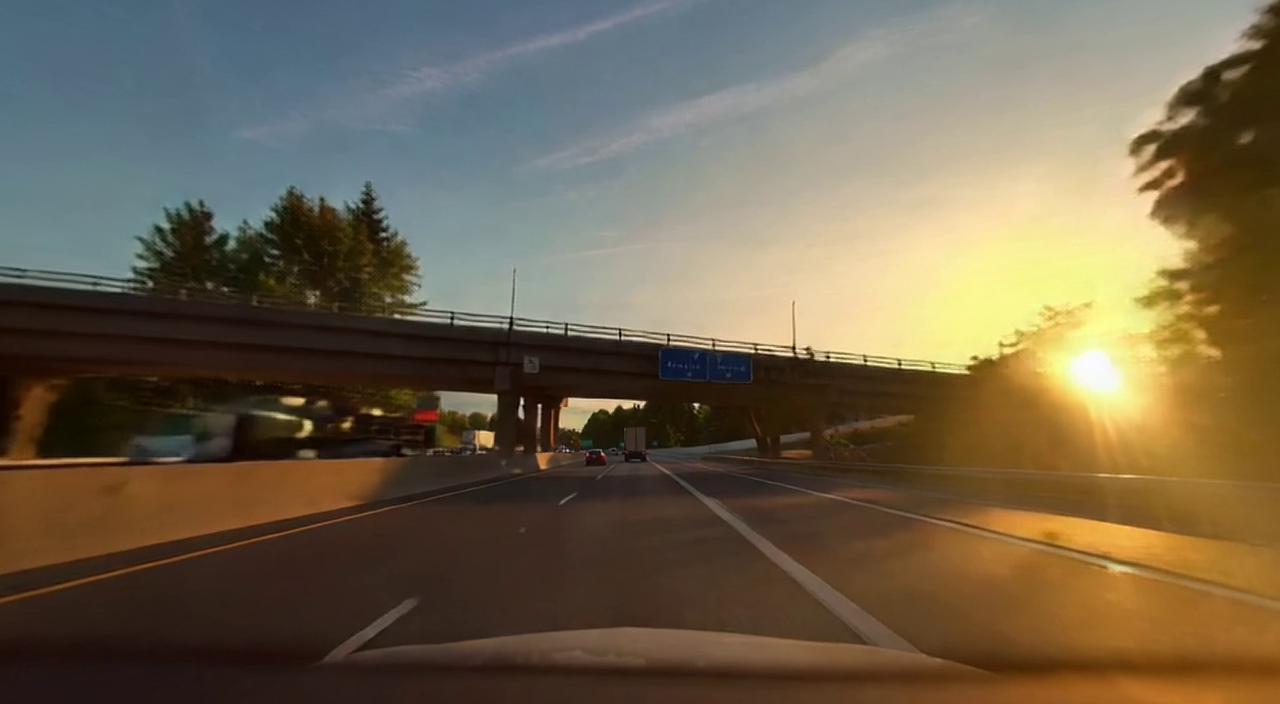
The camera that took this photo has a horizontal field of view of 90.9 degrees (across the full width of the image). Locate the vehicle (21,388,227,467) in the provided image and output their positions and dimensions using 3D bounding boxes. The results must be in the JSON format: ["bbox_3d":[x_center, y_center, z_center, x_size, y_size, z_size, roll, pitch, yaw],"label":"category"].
[{"bbox_3d":[-23.633,3.675,29.682,2.756,3.192,8.021,0,-9,0],"label":"vehicle"}]

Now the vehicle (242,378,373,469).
[{"bbox_3d":[-15.797,3.579,30.528,2.938,3.932,5.905,0,-9,0],"label":"vehicle"}]
